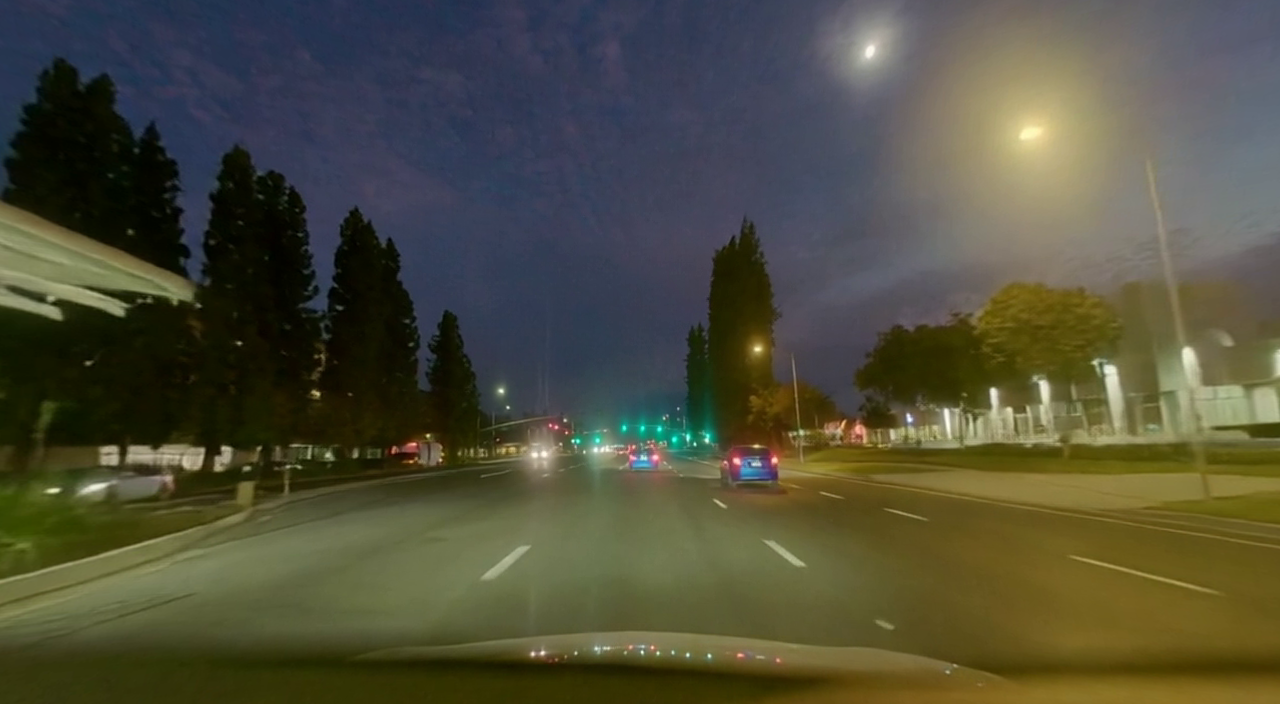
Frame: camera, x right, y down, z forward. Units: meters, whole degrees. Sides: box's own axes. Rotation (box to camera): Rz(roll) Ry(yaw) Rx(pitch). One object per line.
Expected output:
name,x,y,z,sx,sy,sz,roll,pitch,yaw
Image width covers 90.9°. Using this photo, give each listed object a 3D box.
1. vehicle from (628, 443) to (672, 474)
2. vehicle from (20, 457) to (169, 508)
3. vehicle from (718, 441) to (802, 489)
vehicle,0.487,5.477,32.724,2.144,1.505,4.128,0,-8,0
vehicle,-21.298,5.070,24.898,1.921,1.728,4.364,0,-8,0
vehicle,4.075,3.895,22.170,2.067,1.497,4.327,0,-8,0
